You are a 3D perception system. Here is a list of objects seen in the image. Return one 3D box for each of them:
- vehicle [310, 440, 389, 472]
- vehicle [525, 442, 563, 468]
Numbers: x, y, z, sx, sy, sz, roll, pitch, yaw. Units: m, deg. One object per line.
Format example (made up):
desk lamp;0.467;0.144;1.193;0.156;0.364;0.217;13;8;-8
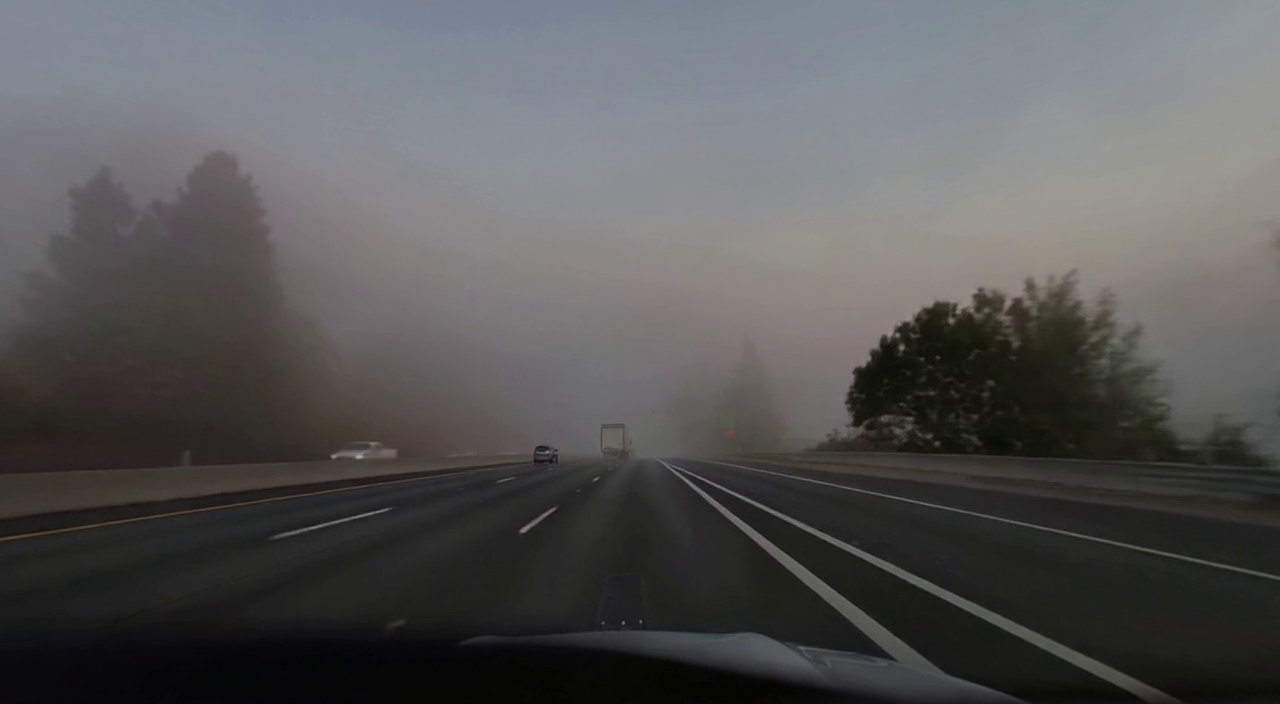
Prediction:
vehicle;-17.171;6.173;37.665;2.134;1.726;5.214;0;-8;1
vehicle;-7.098;7.652;46.878;2.043;1.828;4.436;0;-8;1
